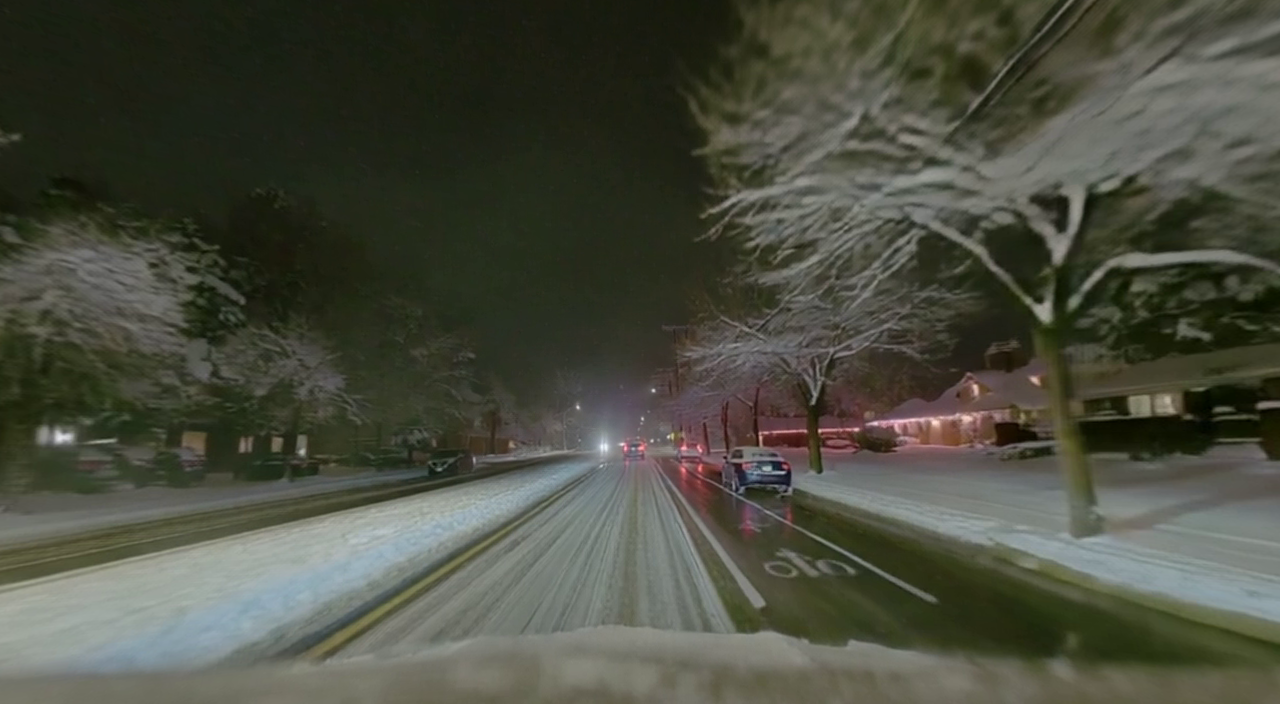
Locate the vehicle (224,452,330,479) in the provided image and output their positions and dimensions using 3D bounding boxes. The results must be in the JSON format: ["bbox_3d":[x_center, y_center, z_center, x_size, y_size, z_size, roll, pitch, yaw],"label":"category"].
[{"bbox_3d":[-18.809,5.889,32.869,4.326,1.355,1.812,1,-8,-4],"label":"vehicle"}]

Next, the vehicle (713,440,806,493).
[{"bbox_3d":[3.718,3.647,20.559,2.014,1.498,4.484,0,-8,-2],"label":"vehicle"}]

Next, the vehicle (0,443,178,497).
[{"bbox_3d":[-19.974,4.257,23.028,4.496,1.823,2.046,1,-8,-6],"label":"vehicle"}]

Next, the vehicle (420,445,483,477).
[{"bbox_3d":[-11.517,6.659,39.042,2.086,1.711,5.661,-4,-8,0],"label":"vehicle"}]
